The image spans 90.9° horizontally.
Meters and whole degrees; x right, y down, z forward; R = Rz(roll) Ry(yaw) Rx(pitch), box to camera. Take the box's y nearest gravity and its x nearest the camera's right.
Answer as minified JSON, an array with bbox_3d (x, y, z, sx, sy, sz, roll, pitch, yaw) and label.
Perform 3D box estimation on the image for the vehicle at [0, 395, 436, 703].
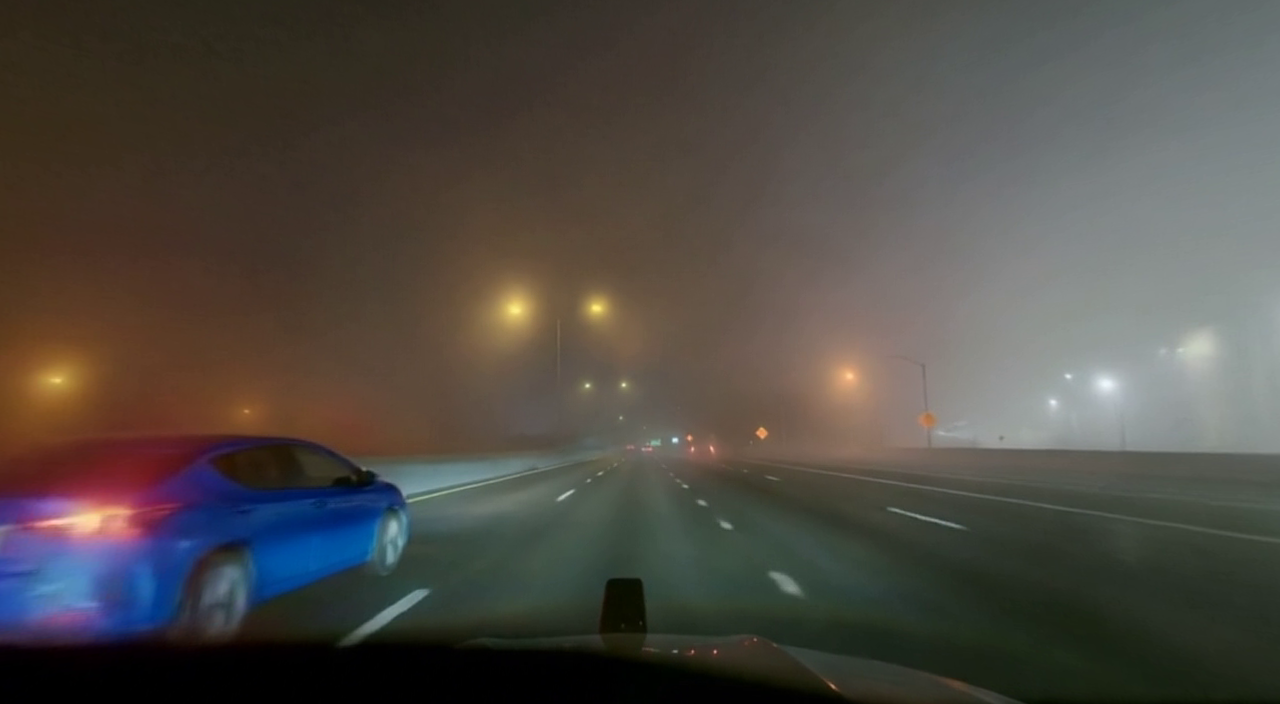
[{"bbox_3d":[-3.417,1.279,4.891,1.979,1.505,4.705,0,-9,2],"label":"vehicle"}]

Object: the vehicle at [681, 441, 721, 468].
[{"bbox_3d":[3.666,6.216,38.431,1.949,1.515,4.374,0,-9,-1],"label":"vehicle"}]
